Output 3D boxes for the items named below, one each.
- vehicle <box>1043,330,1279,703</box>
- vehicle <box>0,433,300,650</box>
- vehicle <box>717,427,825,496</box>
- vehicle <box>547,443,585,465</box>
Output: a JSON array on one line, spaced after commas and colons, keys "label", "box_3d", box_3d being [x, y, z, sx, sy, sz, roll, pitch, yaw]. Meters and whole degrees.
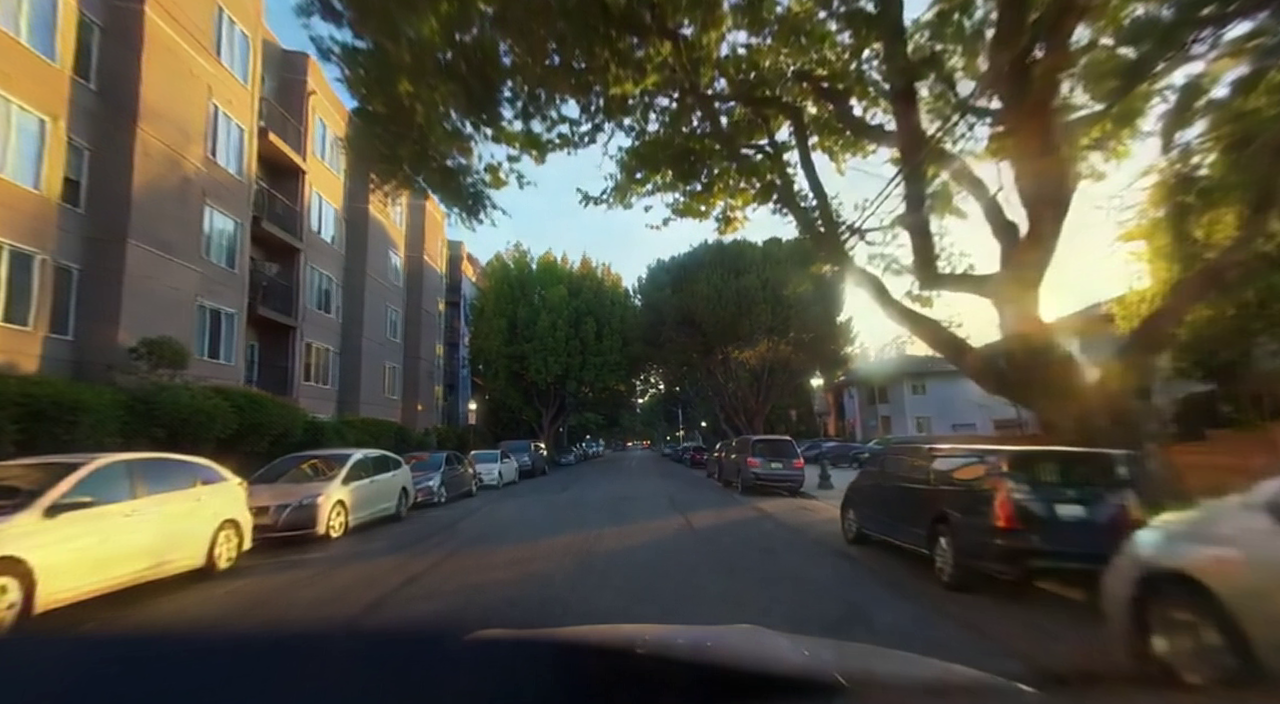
[{"label": "vehicle", "box_3d": [3.654, 0.716, 1.602, 2.093, 1.801, 4.788, 2, -8, 0]}, {"label": "vehicle", "box_3d": [-5.206, 1.490, 5.651, 1.772, 1.466, 4.342, 0, -8, 2]}, {"label": "vehicle", "box_3d": [3.759, 3.256, 19.177, 2.082, 1.809, 4.998, 0, -8, -1]}, {"label": "vehicle", "box_3d": [-5.089, 7.113, 44.159, 2.080, 1.458, 4.511, 0, -8, 1]}]
